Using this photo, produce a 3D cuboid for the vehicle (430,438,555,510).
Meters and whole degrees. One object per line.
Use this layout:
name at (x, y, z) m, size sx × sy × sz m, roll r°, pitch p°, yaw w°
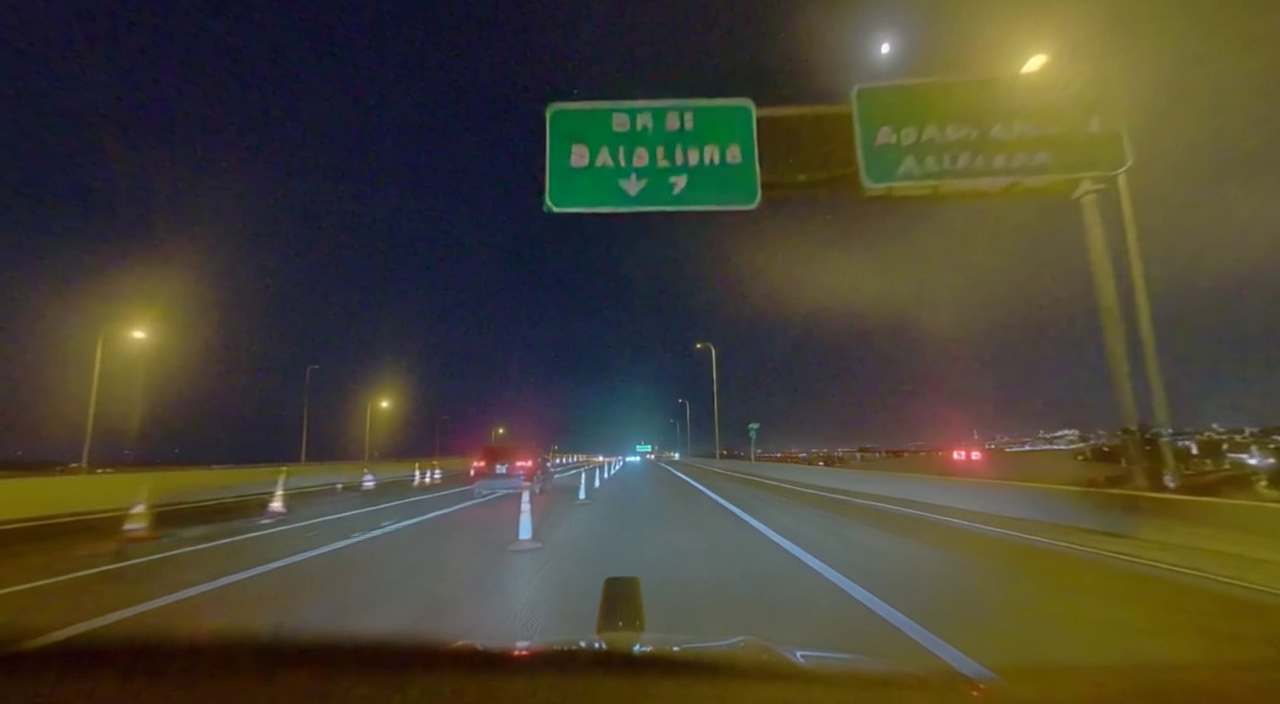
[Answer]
vehicle at (-3.577, 3.075, 16.403) m, size 2.069 × 1.560 × 5.018 m, roll 0°, pitch -9°, yaw 0°
